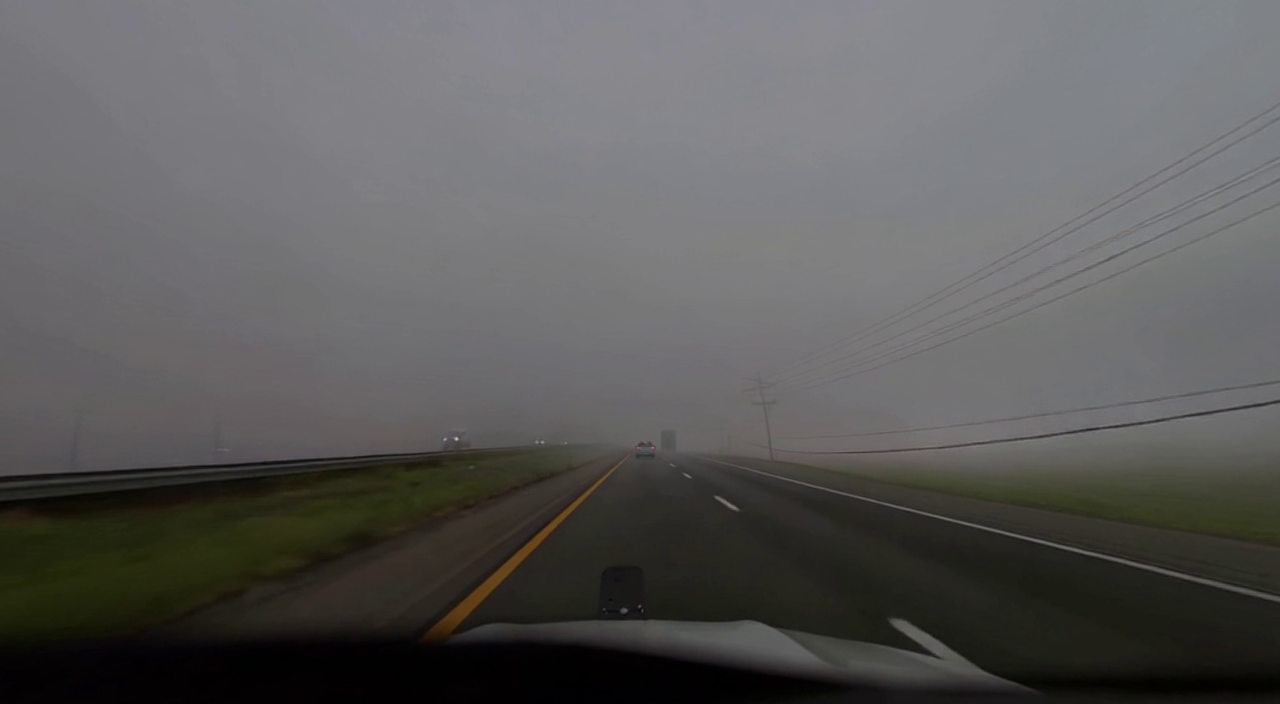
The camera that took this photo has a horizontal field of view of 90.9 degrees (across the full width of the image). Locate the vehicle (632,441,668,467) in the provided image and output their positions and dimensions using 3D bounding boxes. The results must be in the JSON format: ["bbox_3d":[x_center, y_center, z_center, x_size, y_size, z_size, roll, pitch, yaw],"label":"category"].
[{"bbox_3d":[0.645,6.584,40.961,2.192,1.556,4.132,-1,-8,1],"label":"vehicle"}]
